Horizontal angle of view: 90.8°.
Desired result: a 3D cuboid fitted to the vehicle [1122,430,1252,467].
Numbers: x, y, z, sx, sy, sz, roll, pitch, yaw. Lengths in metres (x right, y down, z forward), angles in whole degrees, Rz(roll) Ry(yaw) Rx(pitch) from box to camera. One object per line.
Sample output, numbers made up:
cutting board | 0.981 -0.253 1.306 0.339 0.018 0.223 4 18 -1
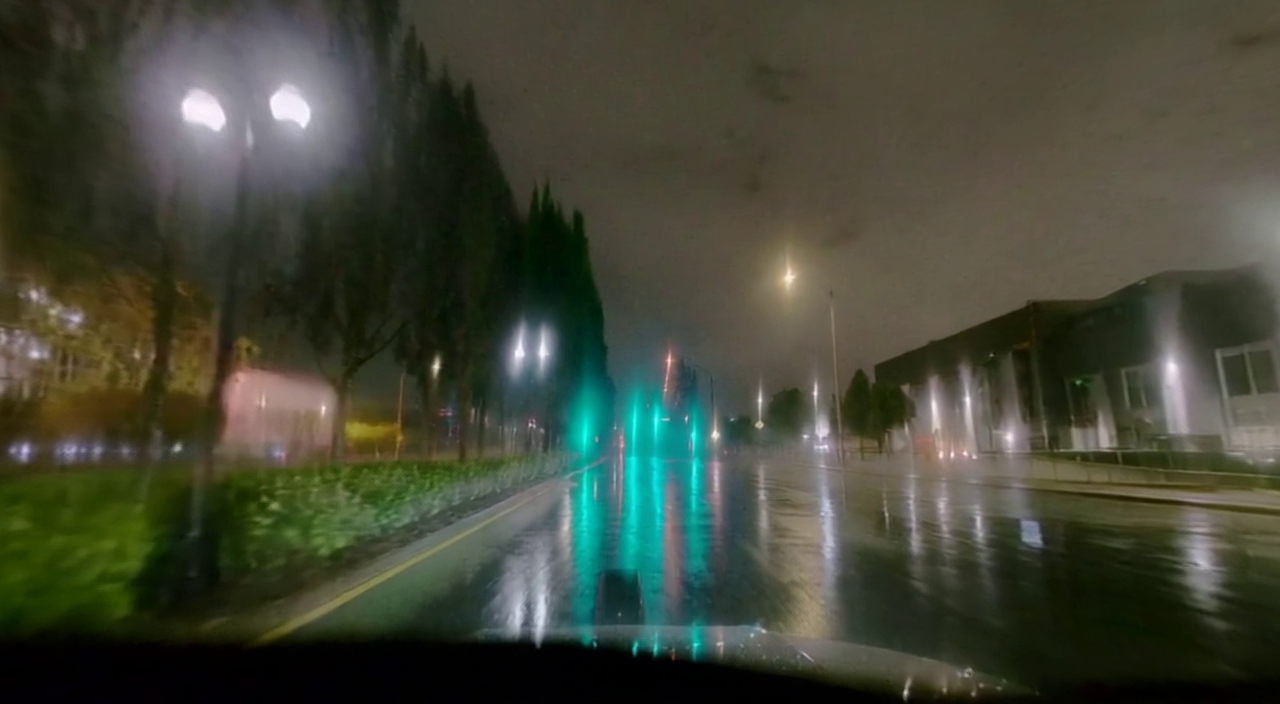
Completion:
vehicle | 29.017 5.138 33.629 4.924 1.901 2.095 0 -9 -1
